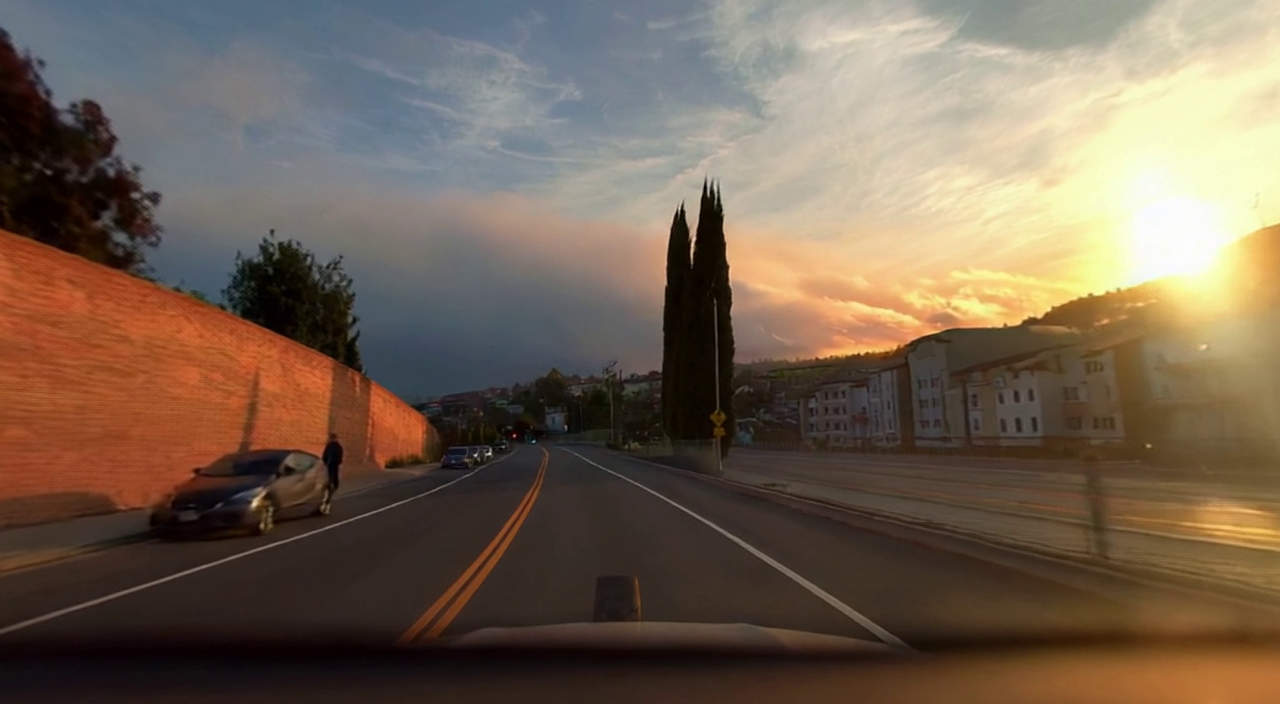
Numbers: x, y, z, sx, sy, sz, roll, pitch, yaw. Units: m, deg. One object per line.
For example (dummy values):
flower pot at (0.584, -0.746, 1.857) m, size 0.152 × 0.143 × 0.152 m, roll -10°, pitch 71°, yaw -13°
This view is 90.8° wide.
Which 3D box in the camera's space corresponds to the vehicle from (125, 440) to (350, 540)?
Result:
vehicle at (-7.278, 2.464, 12.080) m, size 1.877 × 1.507 × 4.363 m, roll 2°, pitch -8°, yaw -8°

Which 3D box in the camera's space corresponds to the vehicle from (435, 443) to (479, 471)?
vehicle at (-11.209, 6.458, 39.056) m, size 1.899 × 1.485 × 4.593 m, roll 2°, pitch -8°, yaw -8°
